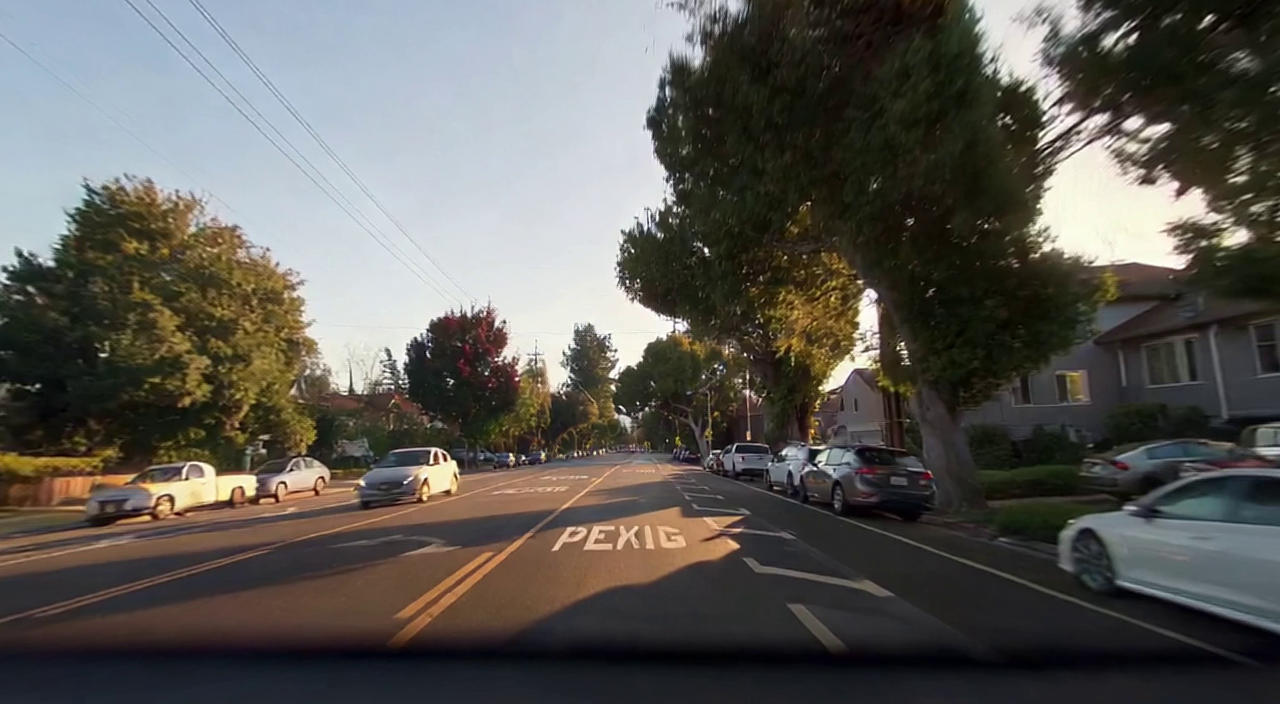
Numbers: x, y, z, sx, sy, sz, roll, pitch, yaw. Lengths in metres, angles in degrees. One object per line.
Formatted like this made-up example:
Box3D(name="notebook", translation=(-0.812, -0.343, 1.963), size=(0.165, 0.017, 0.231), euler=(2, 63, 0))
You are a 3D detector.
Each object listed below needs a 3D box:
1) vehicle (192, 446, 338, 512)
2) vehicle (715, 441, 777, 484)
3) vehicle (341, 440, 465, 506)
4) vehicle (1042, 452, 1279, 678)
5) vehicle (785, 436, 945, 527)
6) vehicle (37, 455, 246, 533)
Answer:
Box3D(name="vehicle", translation=(-12.184, 4.123, 20.870), size=(2.066, 1.796, 4.407), euler=(-4, -9, 2))
Box3D(name="vehicle", translation=(5.015, 5.313, 30.607), size=(2.123, 1.928, 4.752), euler=(0, -9, -1))
Box3D(name="vehicle", translation=(-6.870, 3.526, 18.824), size=(1.957, 1.700, 4.318), euler=(0, -9, 1))
Box3D(name="vehicle", translation=(5.218, 1.441, 4.272), size=(1.942, 1.461, 4.575), euler=(0, -9, 0))
Box3D(name="vehicle", translation=(4.977, 2.896, 14.749), size=(1.962, 1.748, 4.659), euler=(0, -9, -1))
Box3D(name="vehicle", translation=(-12.397, 3.504, 16.091), size=(1.851, 1.639, 4.204), euler=(0, -9, 0))
